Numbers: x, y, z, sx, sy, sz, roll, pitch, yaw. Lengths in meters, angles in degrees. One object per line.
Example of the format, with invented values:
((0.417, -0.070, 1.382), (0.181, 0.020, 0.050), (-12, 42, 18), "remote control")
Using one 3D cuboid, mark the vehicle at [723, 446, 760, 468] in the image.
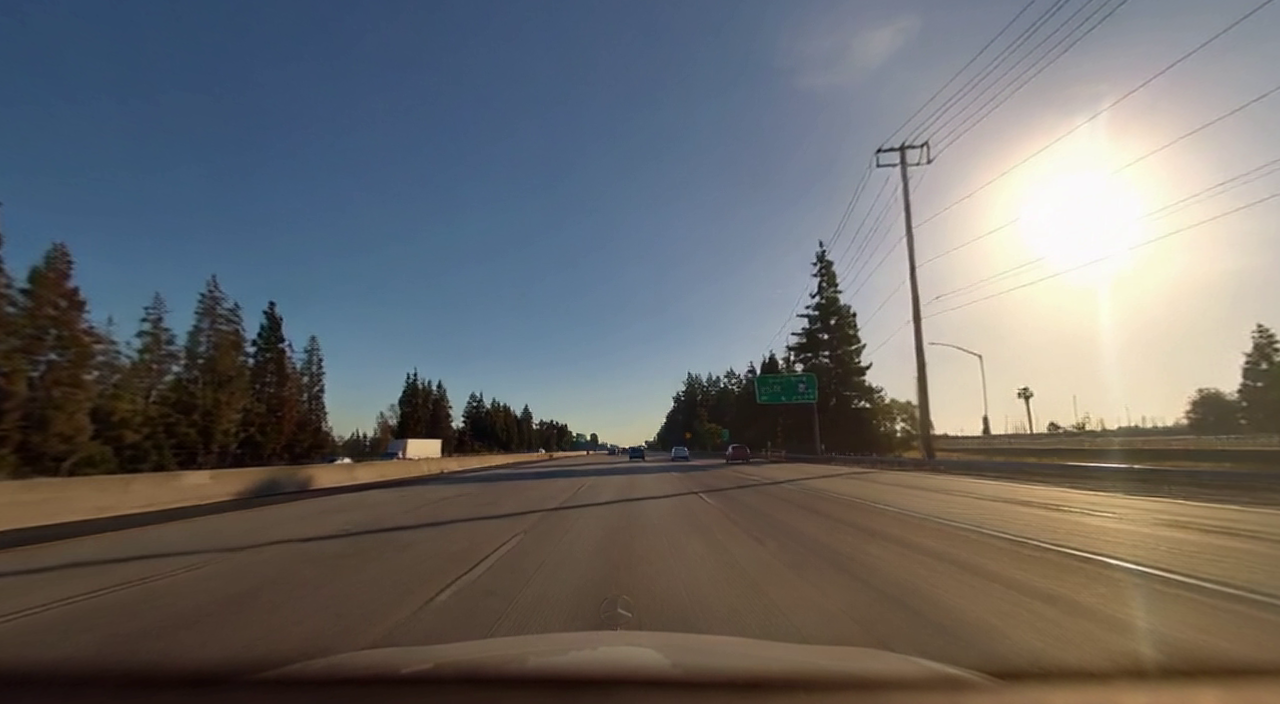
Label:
((7.113, 7.402, 44.721), (1.817, 1.440, 4.075), (0, -9, -1), "vehicle")
